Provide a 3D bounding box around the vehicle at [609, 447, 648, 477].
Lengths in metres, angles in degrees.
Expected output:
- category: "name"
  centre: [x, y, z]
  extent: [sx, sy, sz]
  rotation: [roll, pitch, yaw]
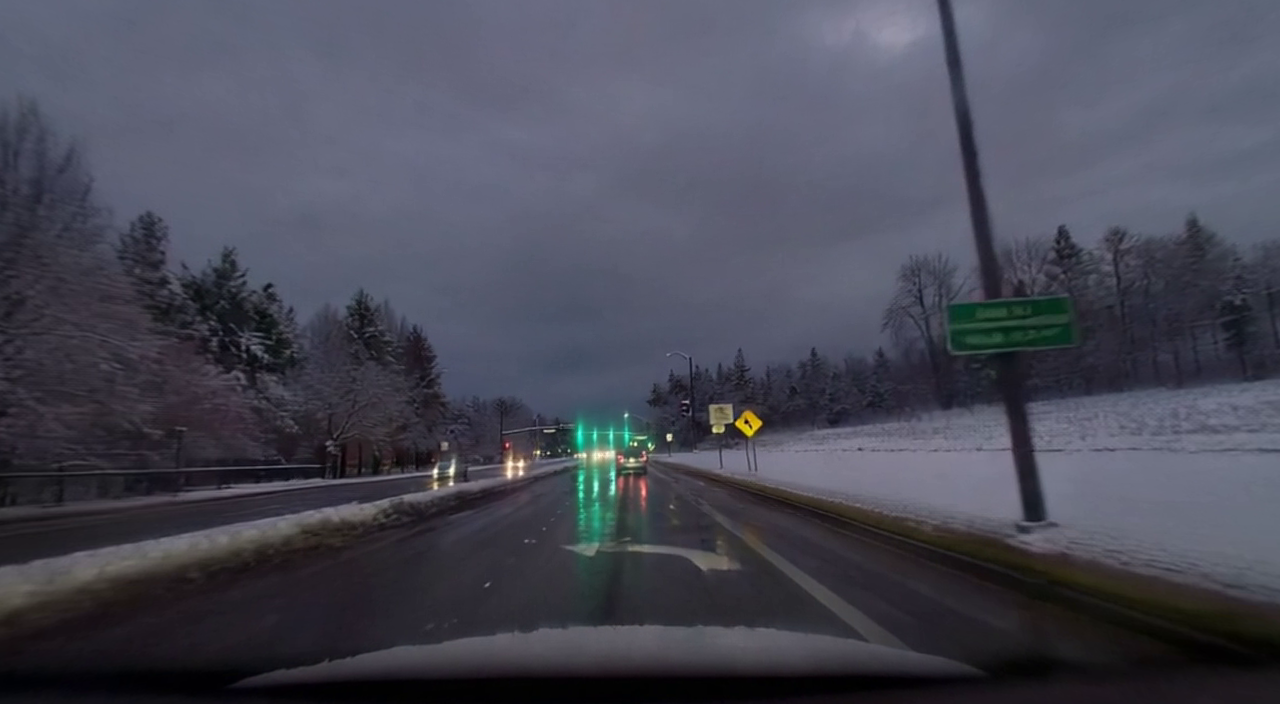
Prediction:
- category: "vehicle"
  centre: [-0.630, 5.833, 33.543]
  extent: [1.954, 1.469, 3.465]
  rotation: [0, -9, -2]
